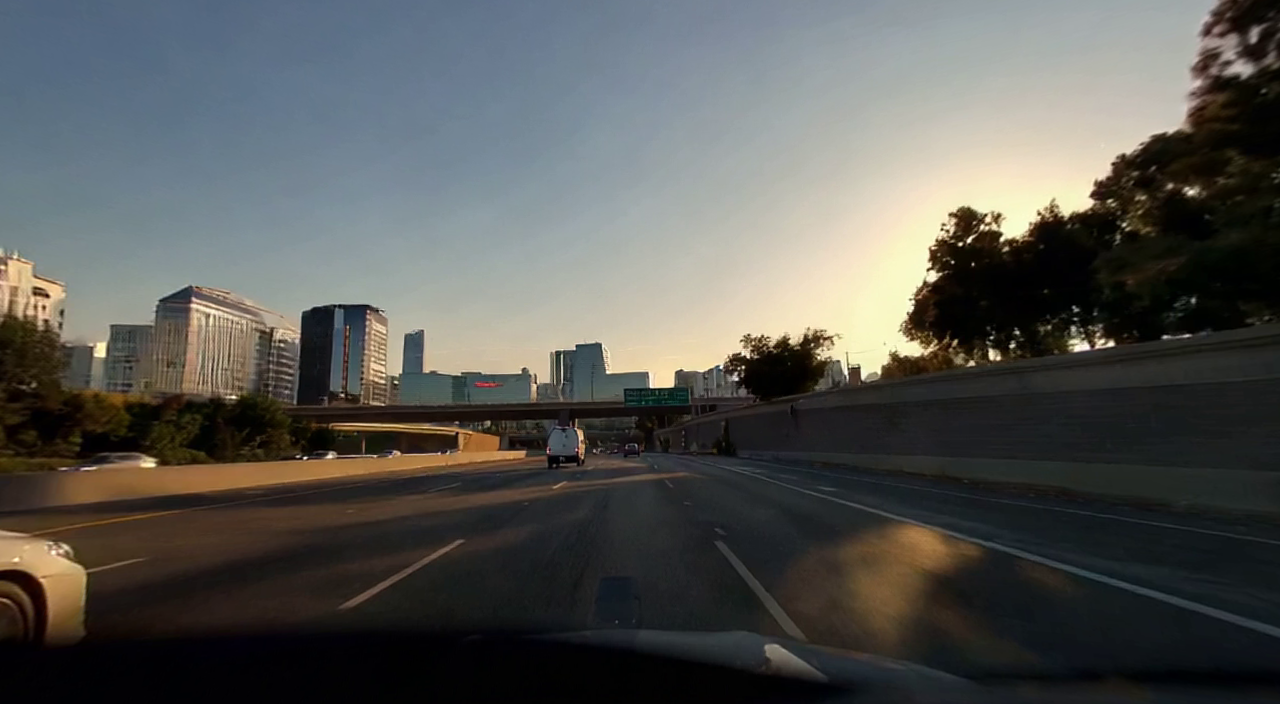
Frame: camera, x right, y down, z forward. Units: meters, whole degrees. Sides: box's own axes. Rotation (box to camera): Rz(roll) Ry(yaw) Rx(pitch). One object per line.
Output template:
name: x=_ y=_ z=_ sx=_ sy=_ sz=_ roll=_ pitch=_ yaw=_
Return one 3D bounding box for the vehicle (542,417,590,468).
vehicle: x=-4.636 y=5.819 z=40.495 sx=2.364 sy=2.953 sz=6.732 roll=0 pitch=-8 yaw=-1

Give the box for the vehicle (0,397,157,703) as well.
vehicle: x=-4.112 y=0.801 z=1.692 sx=2.025 sy=1.556 sz=4.594 roll=0 pitch=-8 yaw=-1
